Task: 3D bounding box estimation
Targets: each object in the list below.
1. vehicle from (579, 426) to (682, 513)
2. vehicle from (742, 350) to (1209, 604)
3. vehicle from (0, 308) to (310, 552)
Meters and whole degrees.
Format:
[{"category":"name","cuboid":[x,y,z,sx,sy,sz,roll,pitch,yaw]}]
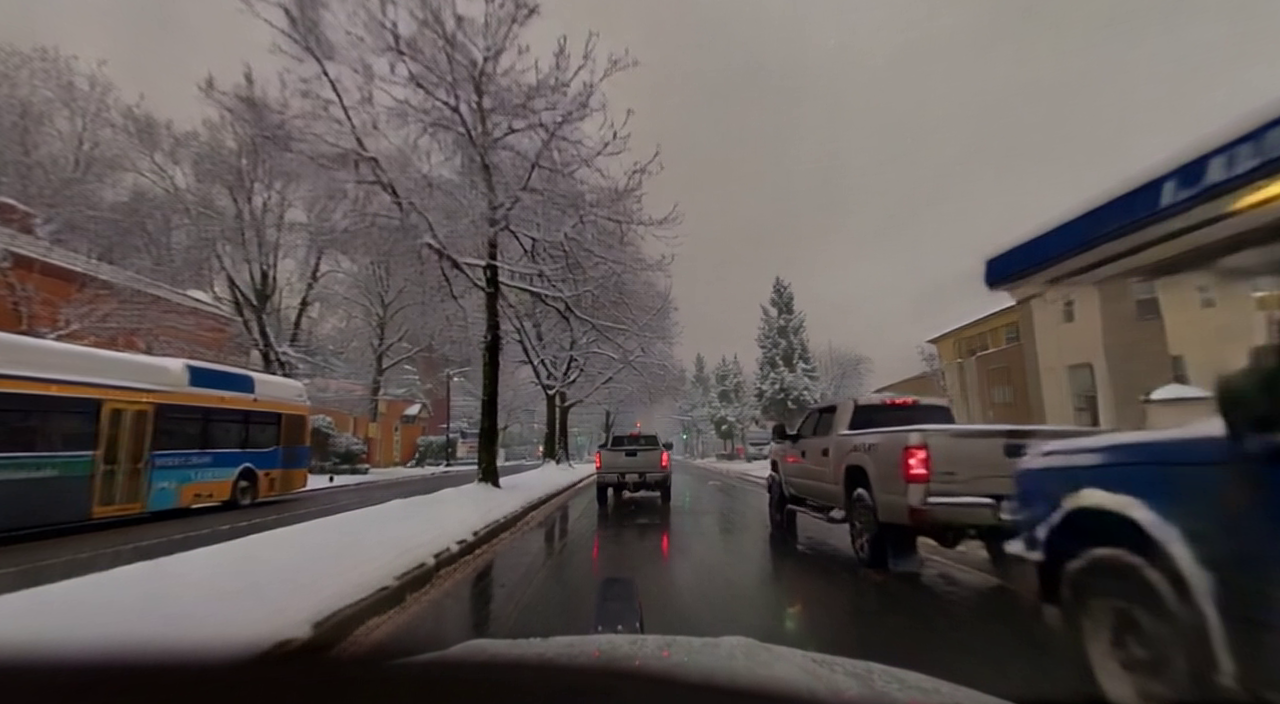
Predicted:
[{"category":"vehicle","cuboid":[-0.188,2.914,16.249,2.157,1.816,5.804,0,-9,0]},{"category":"vehicle","cuboid":[3.672,1.691,9.616,2.802,2.303,7.582,0,-9,-1]},{"category":"vehicle","cuboid":[-12.229,1.844,14.150,2.996,4.022,12.692,0,-9,-1]}]
